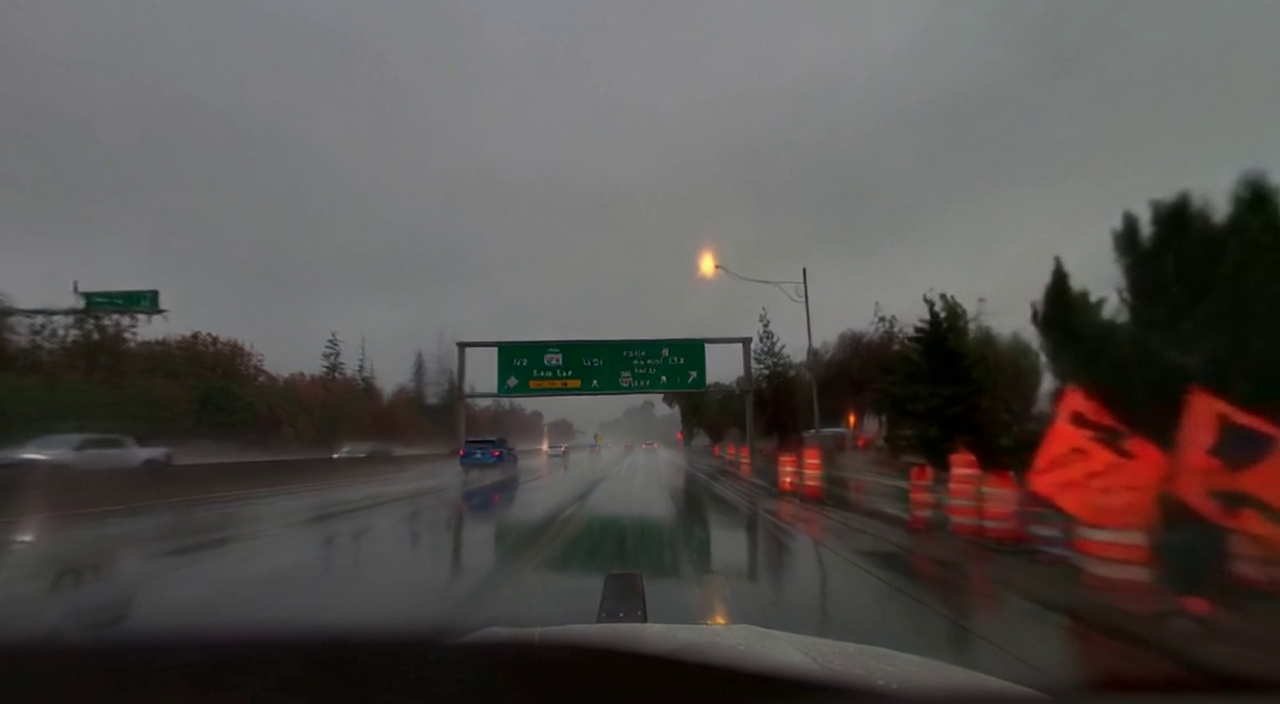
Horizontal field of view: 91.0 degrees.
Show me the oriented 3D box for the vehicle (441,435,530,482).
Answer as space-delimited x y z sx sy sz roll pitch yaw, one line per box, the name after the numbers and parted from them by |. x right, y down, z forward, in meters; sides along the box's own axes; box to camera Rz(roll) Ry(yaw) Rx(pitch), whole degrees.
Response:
-6.204 4.339 25.951 2.402 1.733 4.512 0 -9 2 | vehicle

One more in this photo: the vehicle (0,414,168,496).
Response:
-18.530 3.173 19.654 2.592 2.186 6.335 0 -9 1 | vehicle

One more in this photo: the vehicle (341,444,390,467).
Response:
-18.233 6.867 42.009 1.582 1.440 3.554 0 -9 1 | vehicle
